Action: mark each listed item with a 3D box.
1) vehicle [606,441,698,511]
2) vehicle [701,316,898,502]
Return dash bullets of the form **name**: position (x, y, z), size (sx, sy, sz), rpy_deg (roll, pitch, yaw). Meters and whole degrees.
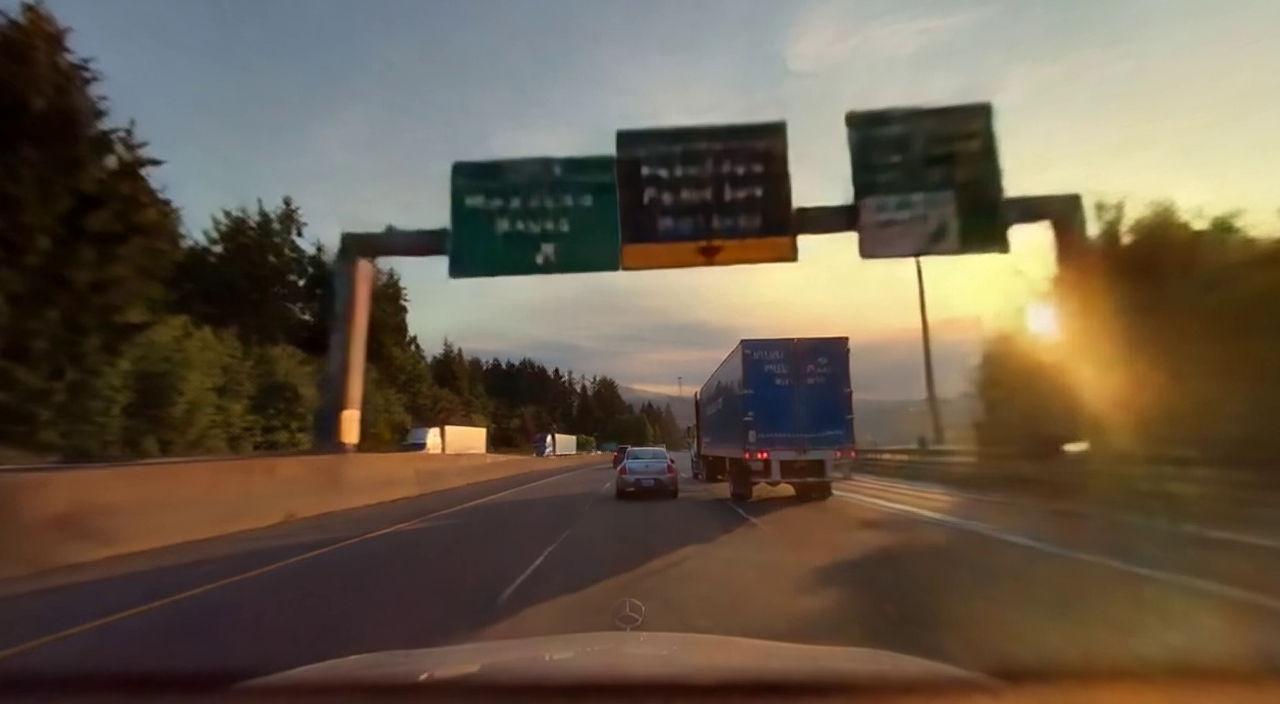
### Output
- **vehicle**: position (0.253, 3.135, 16.367), size (2.039, 1.532, 4.610), rpy_deg (0, -9, -1)
- **vehicle**: position (4.053, 2.283, 20.465), size (2.960, 4.018, 13.834), rpy_deg (0, -9, 1)
